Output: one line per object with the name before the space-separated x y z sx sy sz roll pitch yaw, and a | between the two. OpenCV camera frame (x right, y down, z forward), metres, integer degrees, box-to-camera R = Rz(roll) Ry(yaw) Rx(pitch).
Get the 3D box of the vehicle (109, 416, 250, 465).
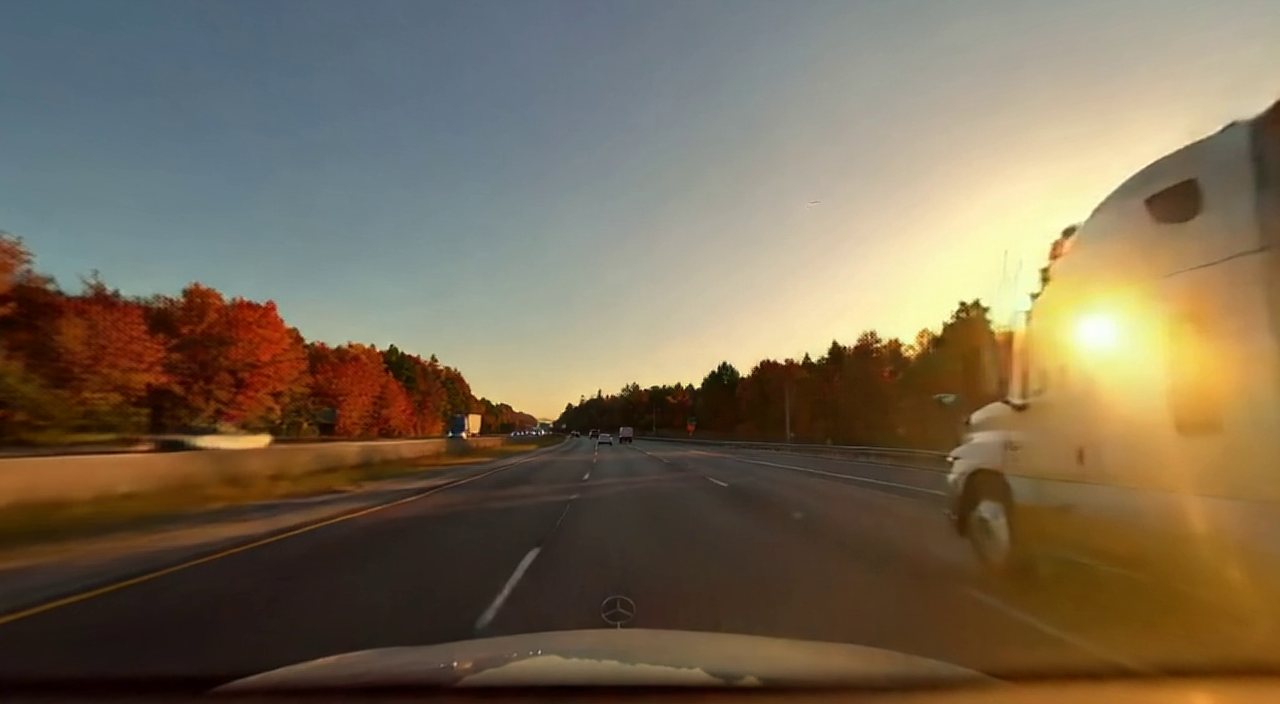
vehicle | -16.977 3.296 23.519 1.921 1.646 4.593 0 -8 -2
